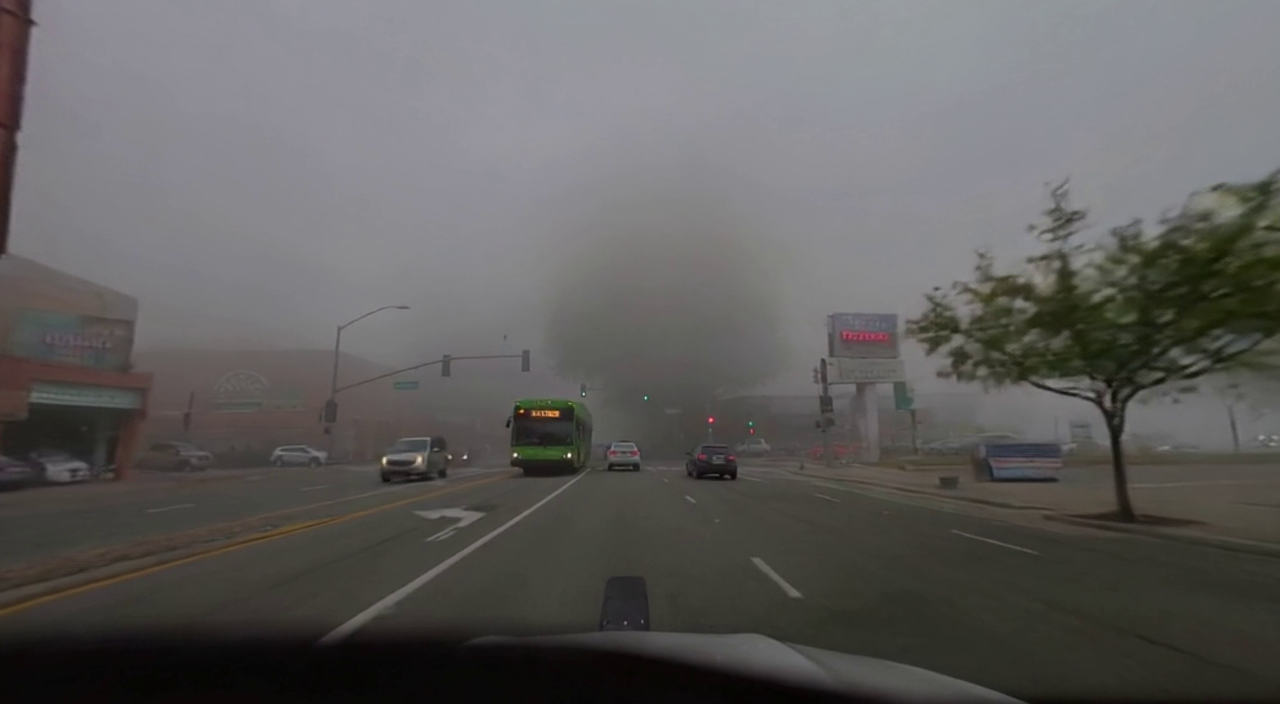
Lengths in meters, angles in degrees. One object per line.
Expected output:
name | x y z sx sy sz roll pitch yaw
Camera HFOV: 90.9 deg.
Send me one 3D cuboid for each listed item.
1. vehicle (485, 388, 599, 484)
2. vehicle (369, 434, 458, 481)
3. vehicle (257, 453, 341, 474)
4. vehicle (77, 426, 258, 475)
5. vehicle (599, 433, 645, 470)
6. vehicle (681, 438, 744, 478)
vehicle | -3.765 3.800 28.268 3.018 3.217 13.998 0 -8 -1
vehicle | -9.059 4.243 25.655 2.157 1.731 4.433 0 -8 -3
vehicle | -24.787 8.108 45.890 4.868 1.434 2.115 0 -8 -1
vehicle | -34.477 7.244 46.389 10.321 3.275 3.158 0 -10 -4
vehicle | -1.014 5.374 34.284 2.301 1.837 4.411 0 -8 -3
vehicle | 3.001 4.475 26.958 2.046 1.540 3.883 0 -8 -3
